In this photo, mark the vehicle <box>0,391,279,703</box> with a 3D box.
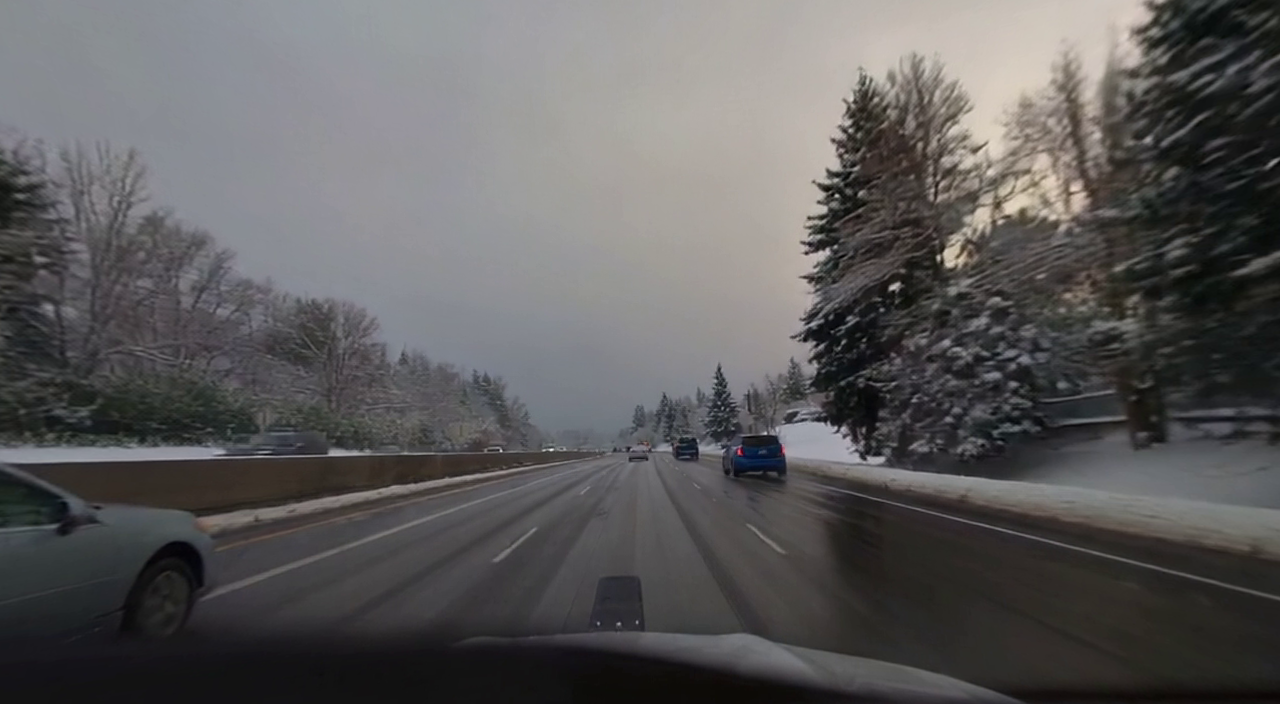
[{"bbox_3d":[-3.709,0.890,2.360,2.036,1.528,4.400,0,-9,1],"label":"vehicle"}]

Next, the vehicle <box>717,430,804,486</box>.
[{"bbox_3d":[3.964,3.571,21.470,2.092,1.686,4.188,0,-9,-1],"label":"vehicle"}]
